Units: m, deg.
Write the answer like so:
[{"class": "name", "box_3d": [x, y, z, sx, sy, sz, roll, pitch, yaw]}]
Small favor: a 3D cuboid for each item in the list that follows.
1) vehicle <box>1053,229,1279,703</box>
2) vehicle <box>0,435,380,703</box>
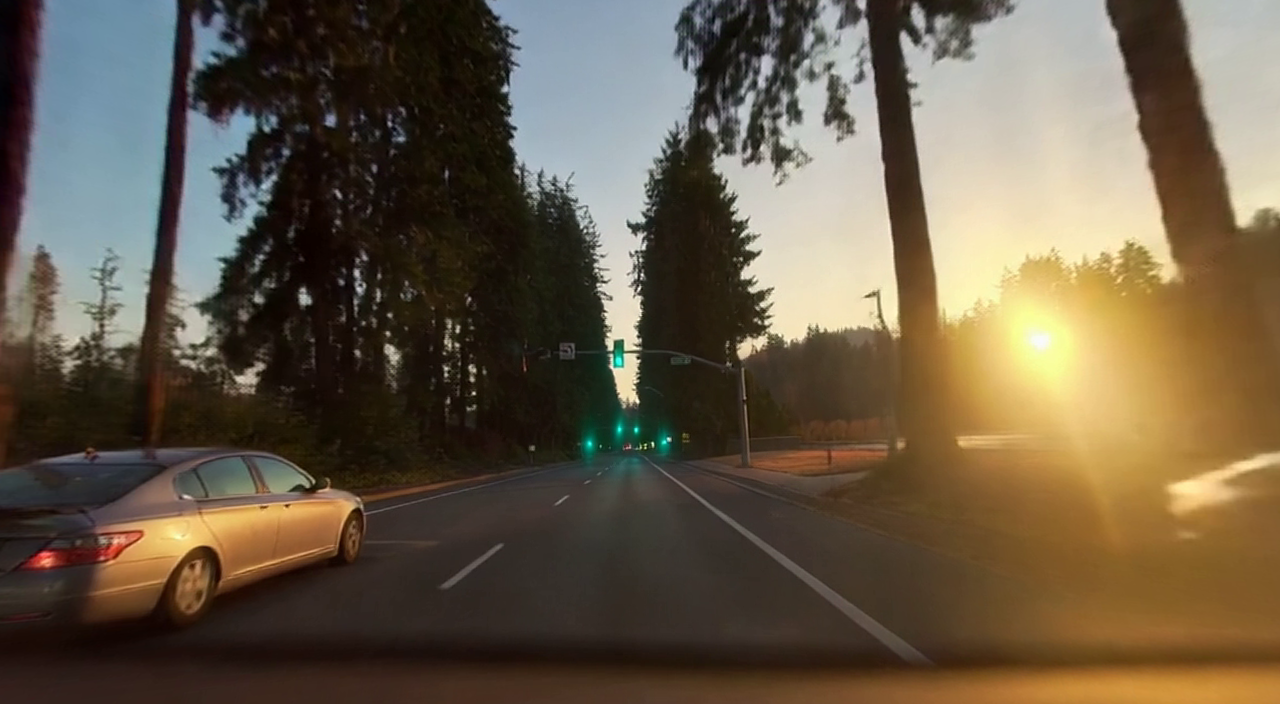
[{"class": "vehicle", "box_3d": [4.349, 0.325, 1.032, 2.554, 2.388, 6.973, 0, -8, 0]}, {"class": "vehicle", "box_3d": [-4.049, 1.462, 5.310, 1.946, 1.437, 4.154, 0, -8, 0]}]
